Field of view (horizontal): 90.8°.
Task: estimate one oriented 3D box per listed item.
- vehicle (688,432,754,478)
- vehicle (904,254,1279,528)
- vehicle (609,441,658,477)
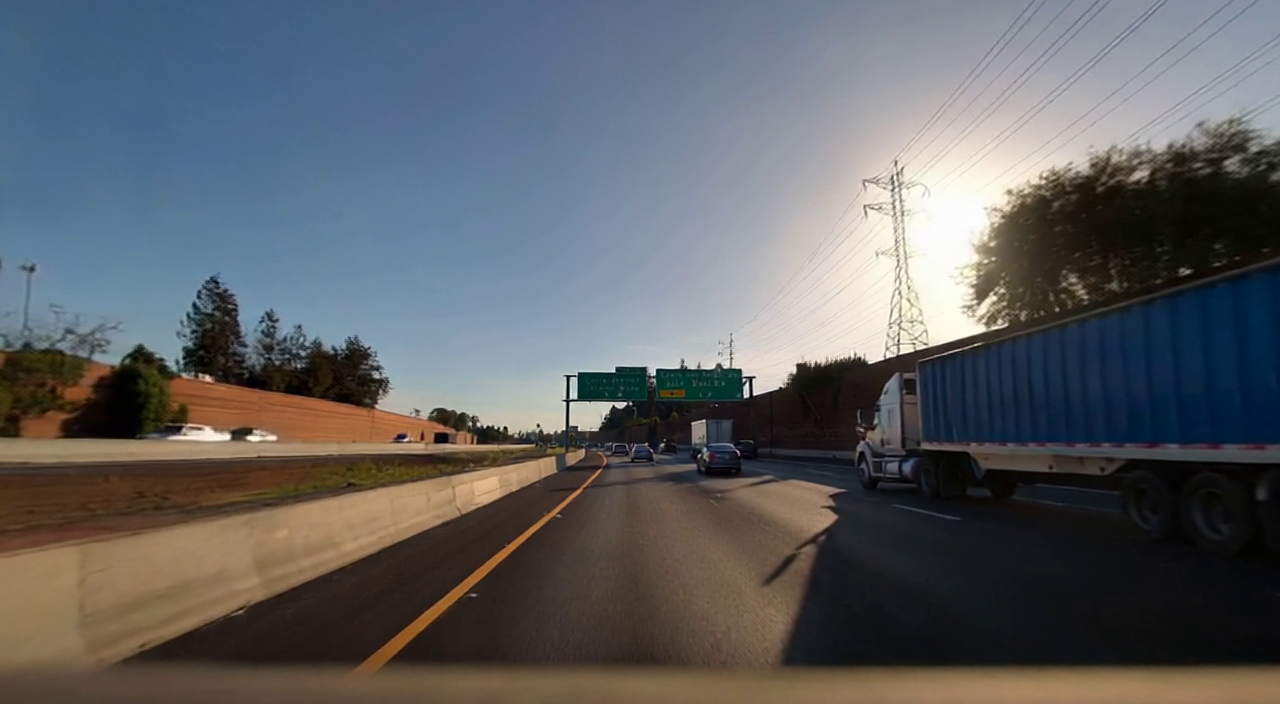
[{"bbox_3d":[3.477,4.513,27.953,2.114,1.849,4.692,0,-9,-2],"label":"vehicle"},{"bbox_3d":[11.170,1.404,15.048,2.914,4.134,15.553,0,-8,-1],"label":"vehicle"},{"bbox_3d":[-0.317,4.830,28.715,2.083,1.477,3.965,0,-9,-2],"label":"vehicle"}]
